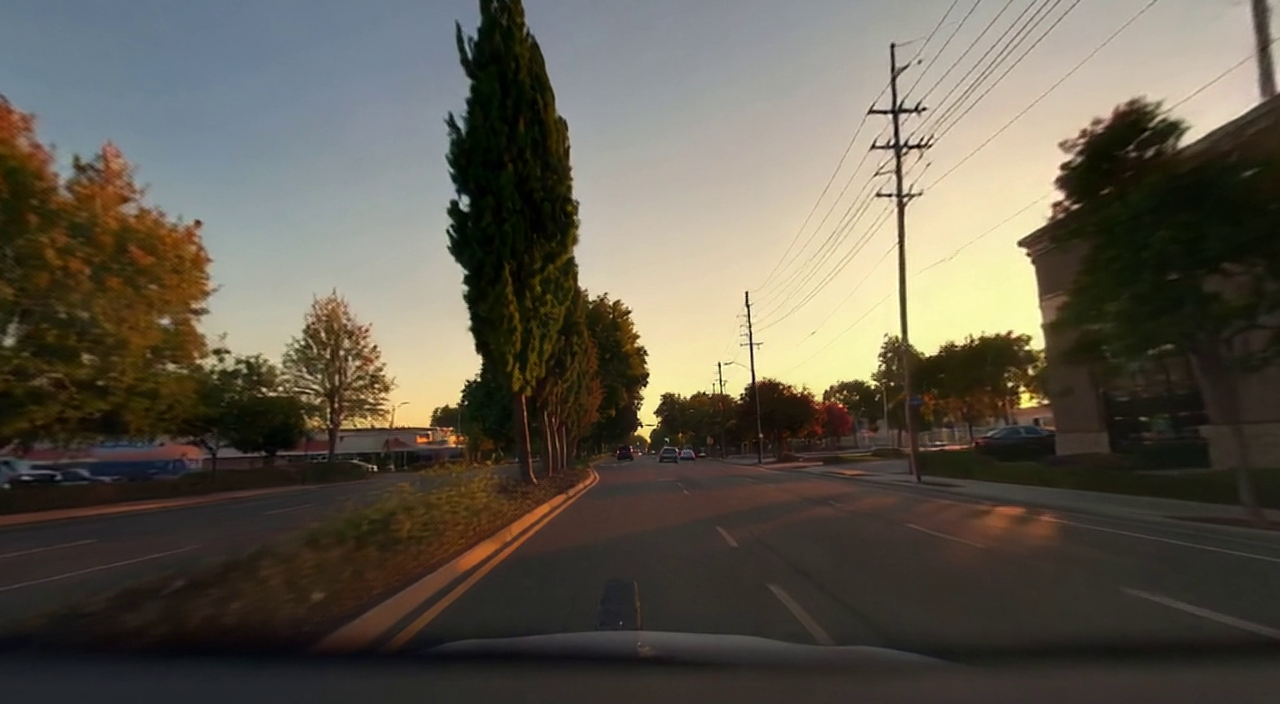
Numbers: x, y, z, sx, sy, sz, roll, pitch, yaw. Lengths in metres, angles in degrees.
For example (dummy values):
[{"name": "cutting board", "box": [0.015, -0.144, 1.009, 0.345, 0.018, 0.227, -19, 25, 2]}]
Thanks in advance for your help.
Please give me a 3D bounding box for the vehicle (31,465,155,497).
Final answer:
[{"name": "vehicle", "box": [-29.652, 6.988, 34.373, 4.662, 1.599, 2.133, 0, -8, -2]}]
